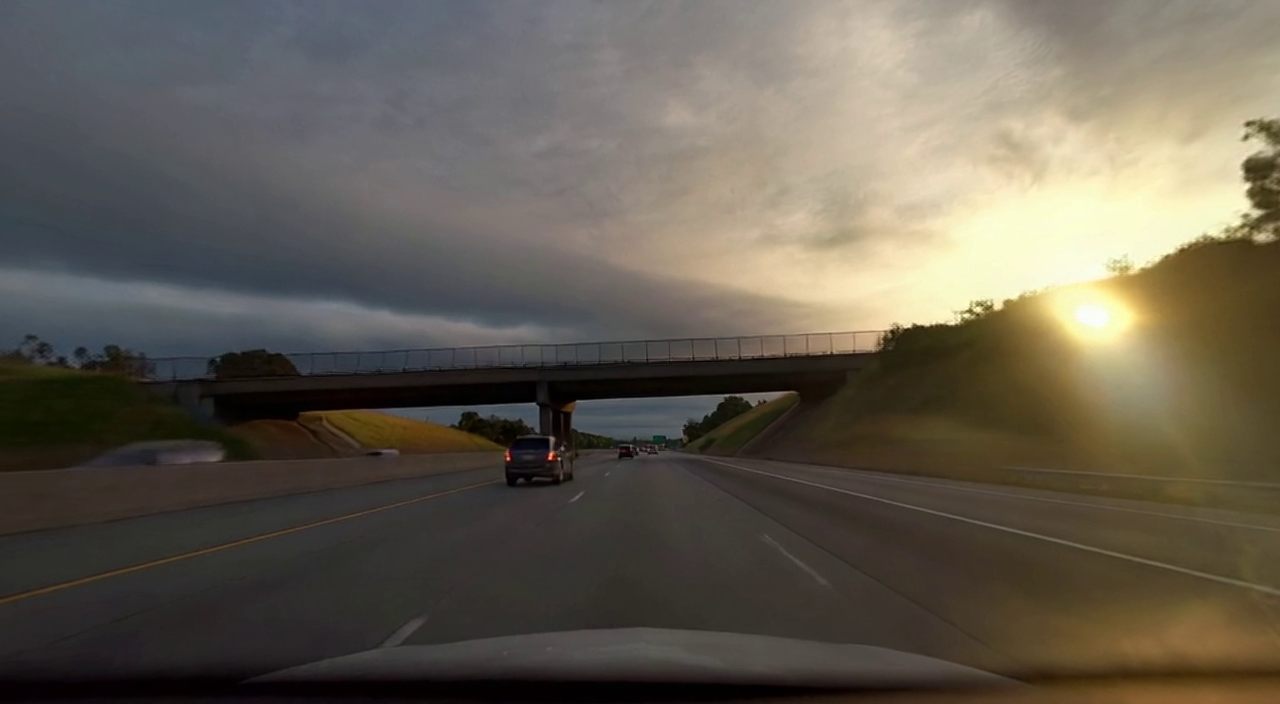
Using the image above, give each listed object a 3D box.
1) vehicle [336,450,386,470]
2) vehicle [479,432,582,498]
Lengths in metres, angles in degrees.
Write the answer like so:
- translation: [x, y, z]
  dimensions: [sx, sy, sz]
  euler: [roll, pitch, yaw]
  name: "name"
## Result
- translation: [-21.388, 8.297, 48.542]
  dimensions: [1.812, 1.445, 4.165]
  euler: [-1, -9, 2]
  name: "vehicle"
- translation: [-3.137, 3.367, 19.124]
  dimensions: [2.181, 1.730, 4.517]
  euler: [0, -9, 2]
  name: "vehicle"
